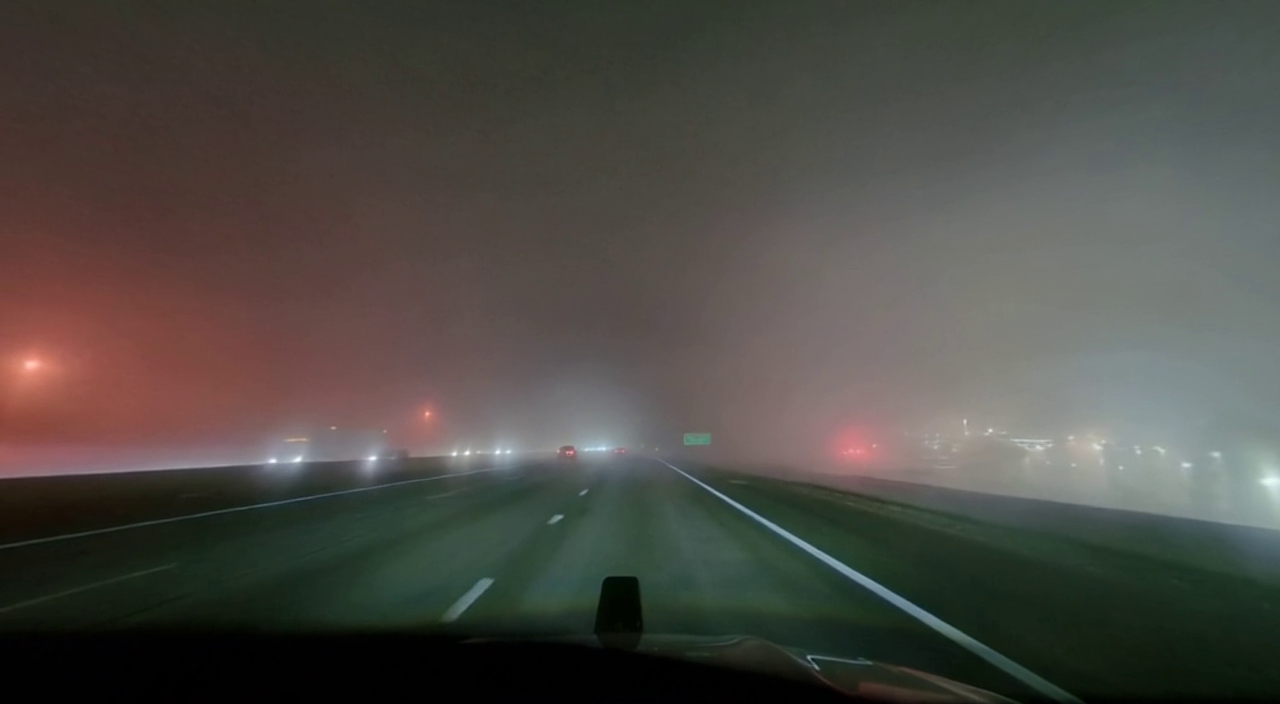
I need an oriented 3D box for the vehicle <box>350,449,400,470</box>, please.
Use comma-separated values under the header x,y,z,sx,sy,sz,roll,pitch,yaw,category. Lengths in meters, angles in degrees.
x,y,z,sx,sy,sz,roll,pitch,yaw,category
-20.588,8.356,49.040,1.992,1.481,4.283,0,-9,1,vehicle
